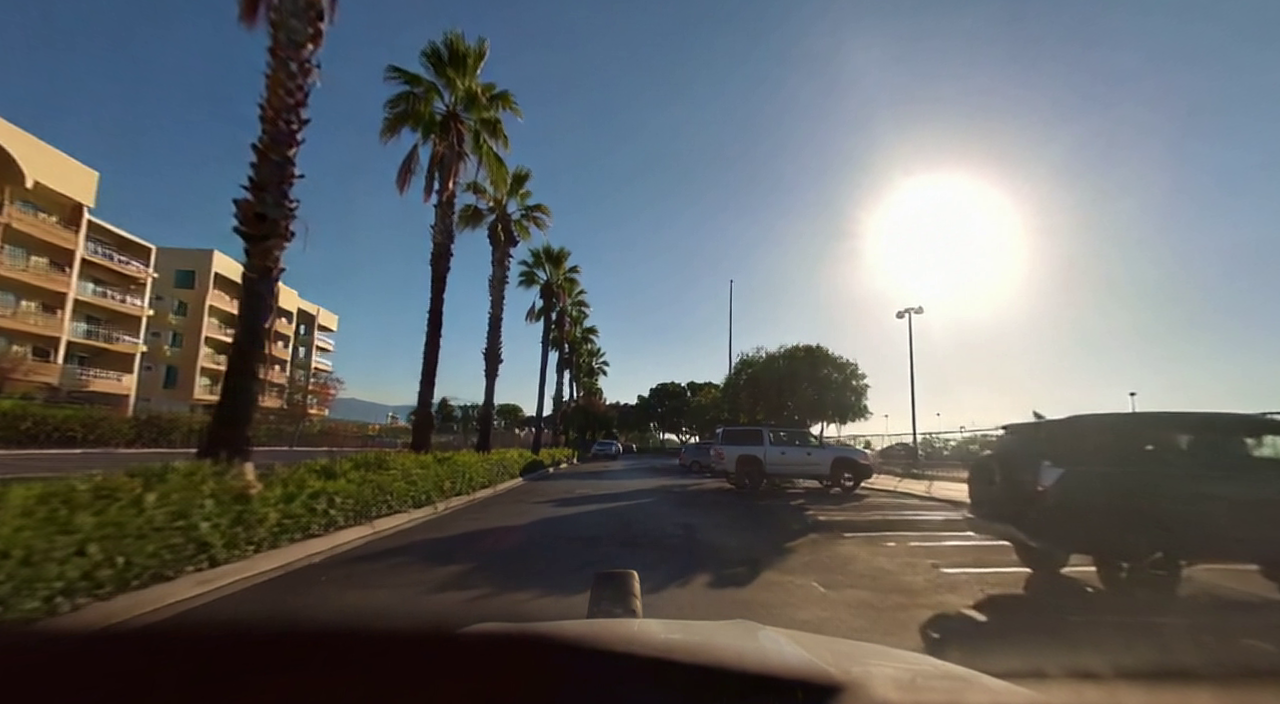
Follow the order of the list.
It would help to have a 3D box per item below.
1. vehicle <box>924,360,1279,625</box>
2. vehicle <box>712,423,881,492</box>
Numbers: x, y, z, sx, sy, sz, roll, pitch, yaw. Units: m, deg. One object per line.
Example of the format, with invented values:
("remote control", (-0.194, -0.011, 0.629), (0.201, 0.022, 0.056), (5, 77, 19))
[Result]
("vehicle", (5.341, 1.219, 5.642), (4.691, 1.877, 1.959), (2, -9, 4))
("vehicle", (4.642, 3.177, 19.160), (4.609, 1.734, 1.909), (3, -8, 0))
